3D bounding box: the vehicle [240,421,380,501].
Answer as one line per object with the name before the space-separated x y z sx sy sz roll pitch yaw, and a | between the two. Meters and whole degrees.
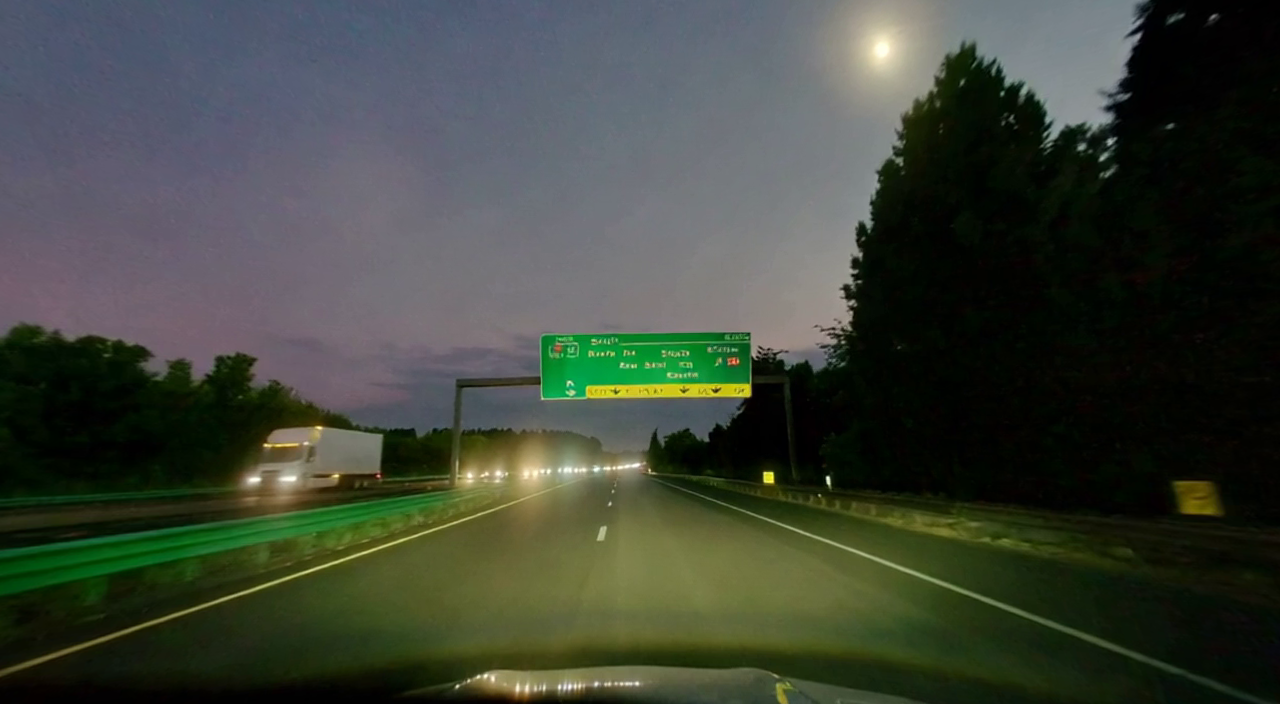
vehicle | -15.599 5.341 30.620 2.688 3.314 7.619 1 -11 -1
